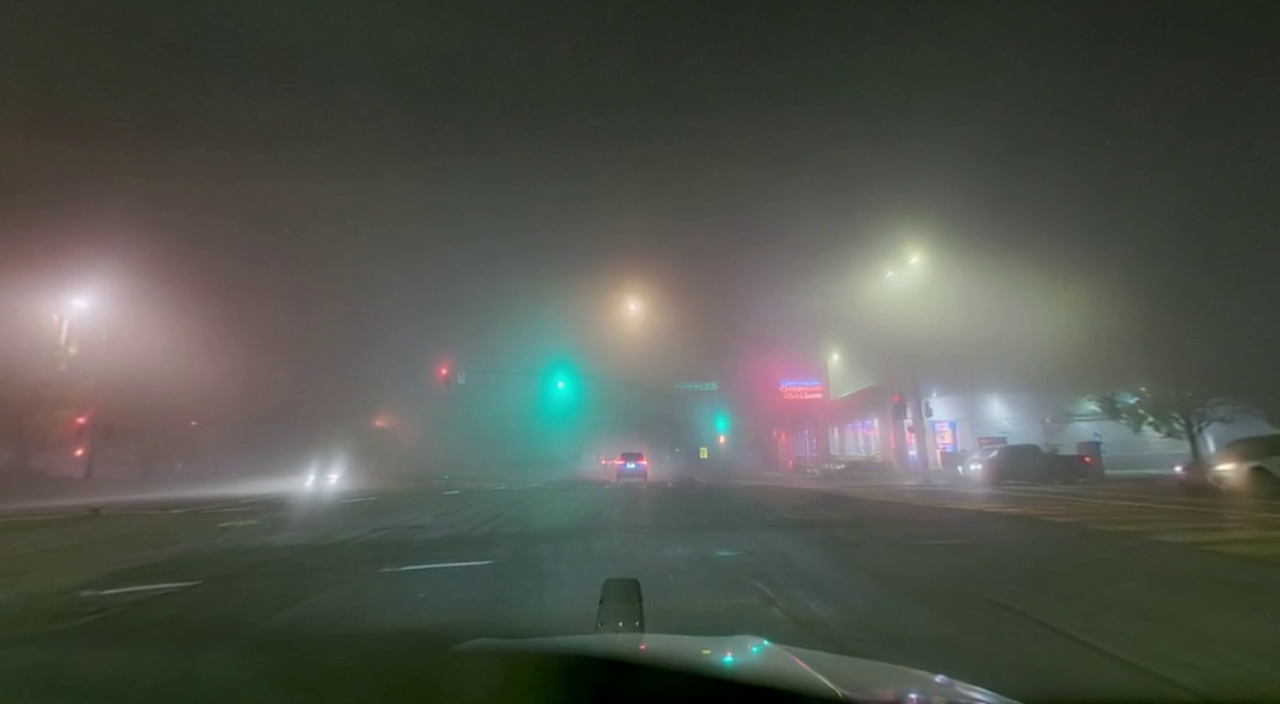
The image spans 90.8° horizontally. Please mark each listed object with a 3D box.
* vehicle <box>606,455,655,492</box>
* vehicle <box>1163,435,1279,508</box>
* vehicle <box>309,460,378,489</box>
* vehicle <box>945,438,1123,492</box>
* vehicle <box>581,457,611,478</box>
[{"bbox_3d":[-0.391,5.536,29.088,2.115,1.461,3.976,0,-8,1],"label":"vehicle"},{"bbox_3d":[14.784,2.574,13.911,4.801,1.473,1.922,0,-8,-1],"label":"vehicle"},{"bbox_3d":[-18.250,7.542,39.151,1.925,1.497,4.788,0,-8,1],"label":"vehicle"},{"bbox_3d":[14.420,4.145,23.356,5.174,1.878,2.000,0,-8,-1],"label":"vehicle"},{"bbox_3d":[-3.393,9.010,49.593,1.967,1.504,4.101,0,-8,1],"label":"vehicle"}]
